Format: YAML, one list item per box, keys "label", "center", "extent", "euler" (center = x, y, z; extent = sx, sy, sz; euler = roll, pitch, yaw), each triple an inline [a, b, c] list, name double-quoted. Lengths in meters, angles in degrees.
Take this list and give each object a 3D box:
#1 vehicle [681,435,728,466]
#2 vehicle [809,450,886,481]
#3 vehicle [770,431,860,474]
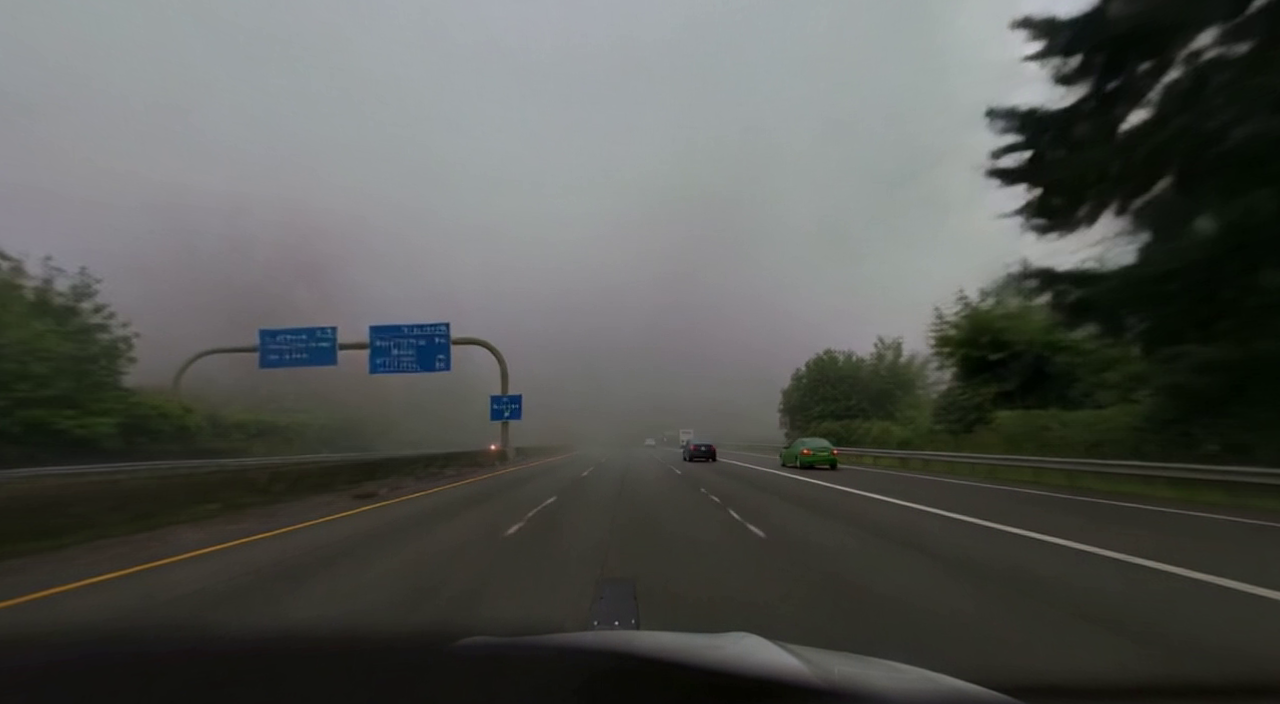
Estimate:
- label: "vehicle"
  center: [3.179, 4.945, 31.843]
  extent: [1.819, 1.468, 3.770]
  euler: [0, -8, -2]
- label: "vehicle"
  center: [6.865, 3.760, 21.077]
  extent: [1.535, 0.862, 2.814]
  euler: [0, -8, -2]
- label: "vehicle"
  center: [6.754, 3.923, 24.947]
  extent: [2.003, 1.522, 4.940]
  euler: [0, -8, -1]
